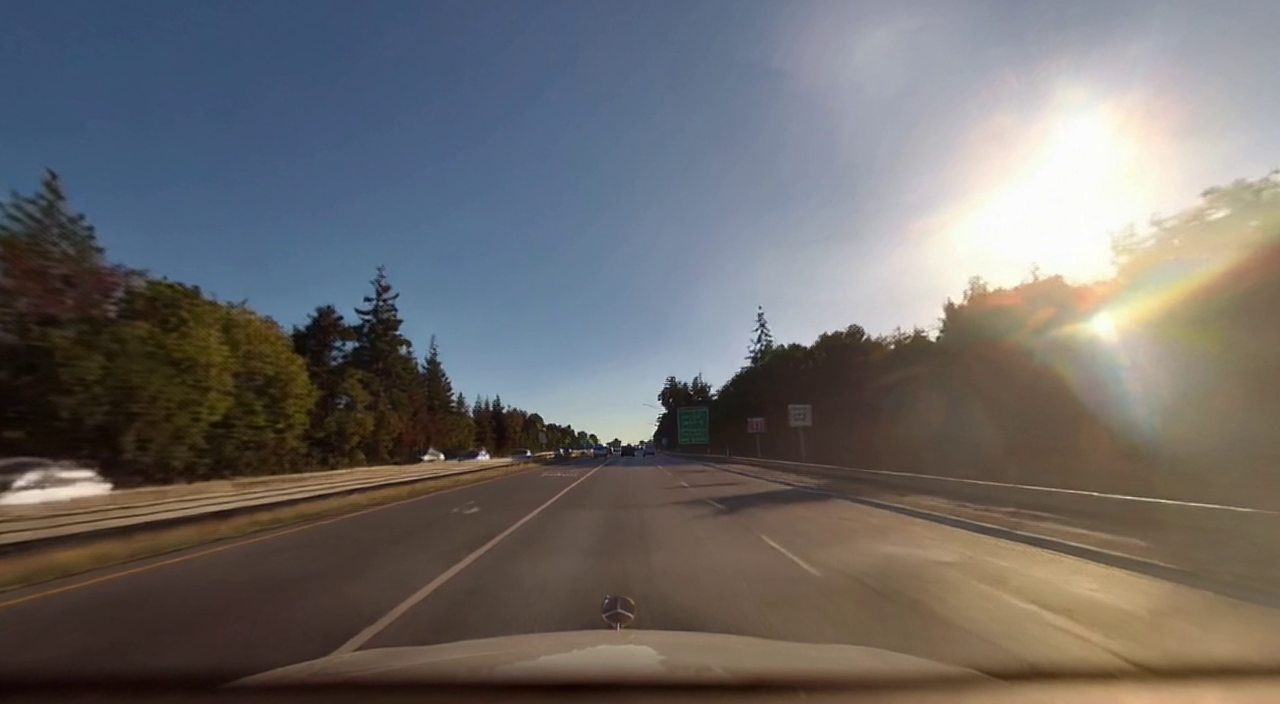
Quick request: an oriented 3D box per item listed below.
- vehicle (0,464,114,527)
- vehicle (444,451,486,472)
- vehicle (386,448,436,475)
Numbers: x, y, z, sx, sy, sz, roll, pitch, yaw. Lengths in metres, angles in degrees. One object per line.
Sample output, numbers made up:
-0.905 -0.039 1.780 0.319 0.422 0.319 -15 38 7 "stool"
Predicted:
-17.692 4.044 17.916 1.805 1.548 4.020 0 -9 -1 "vehicle"
-13.754 8.614 49.496 1.944 1.518 4.723 0 -9 -1 "vehicle"
-17.745 8.487 48.866 2.050 1.942 4.972 0 -9 -1 "vehicle"
